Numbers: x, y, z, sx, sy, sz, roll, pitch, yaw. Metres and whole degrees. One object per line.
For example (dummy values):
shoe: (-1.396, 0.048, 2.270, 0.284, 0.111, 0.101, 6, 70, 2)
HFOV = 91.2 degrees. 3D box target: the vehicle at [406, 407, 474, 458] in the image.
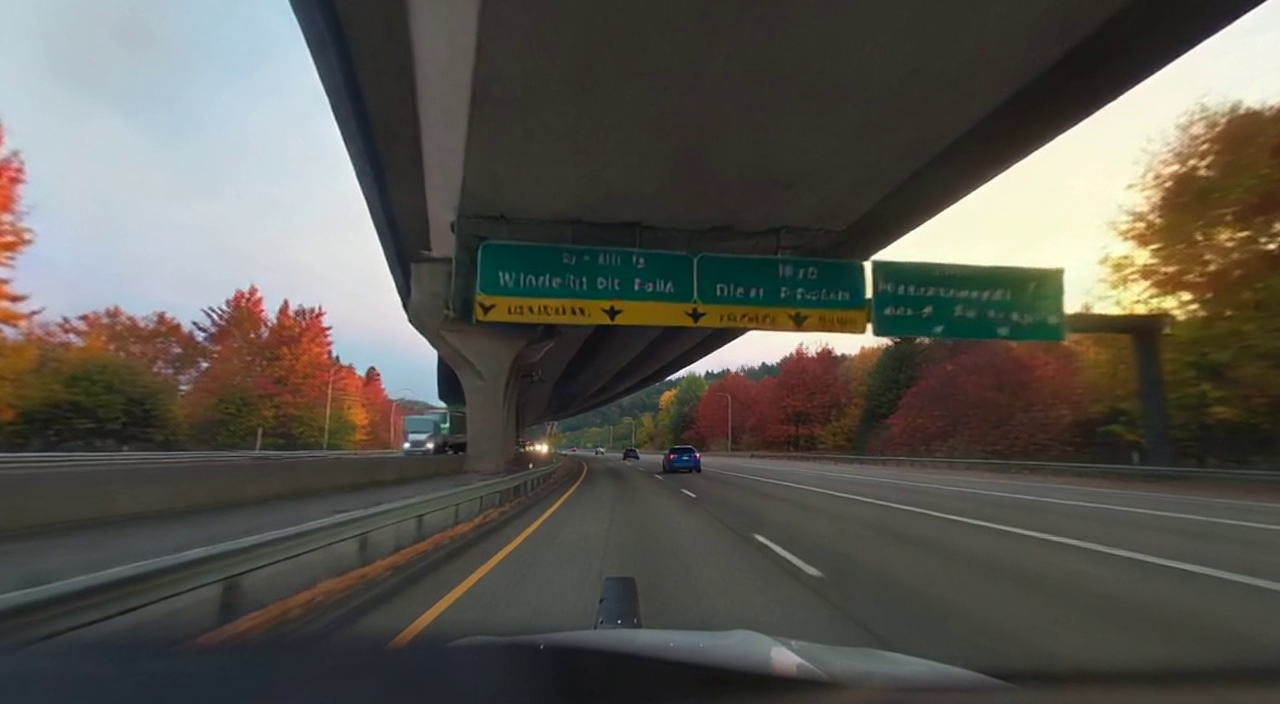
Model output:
vehicle: (-15.479, 6.442, 49.317, 2.932, 3.621, 8.904, 0, -9, -4)

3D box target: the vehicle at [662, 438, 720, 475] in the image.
vehicle: (2.401, 5.138, 30.921, 2.337, 1.633, 4.222, 0, -9, -2)
